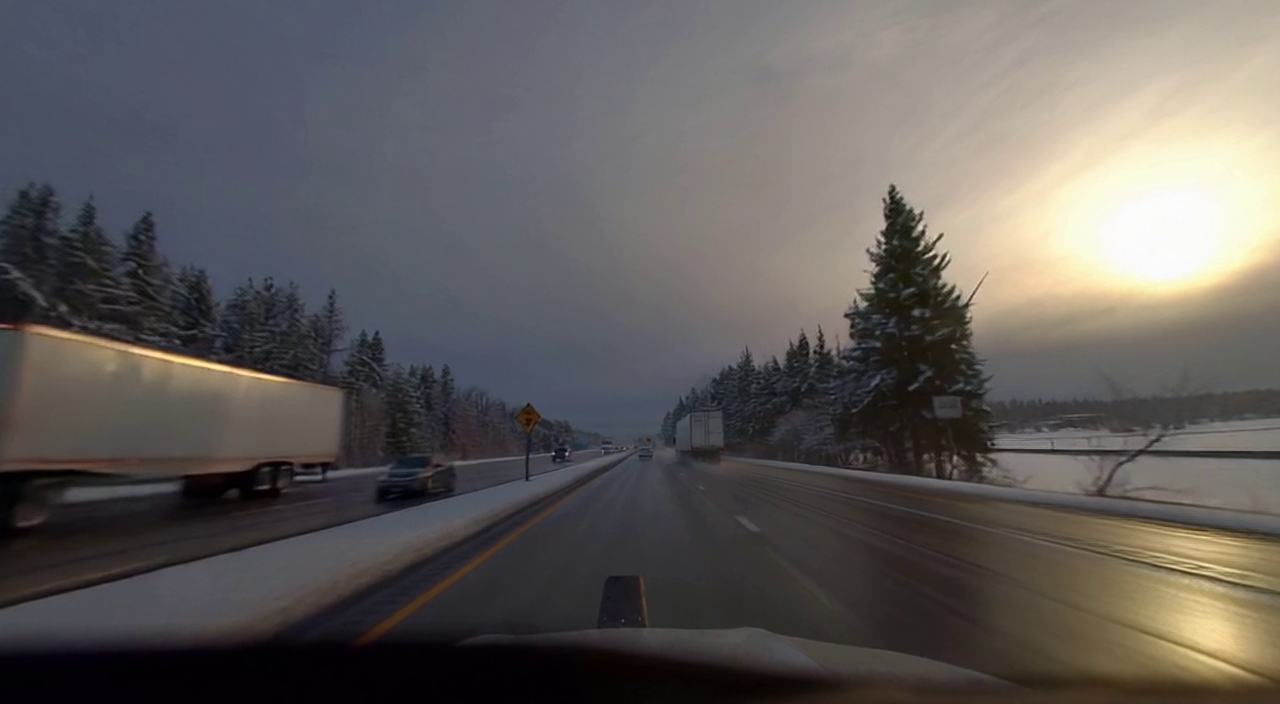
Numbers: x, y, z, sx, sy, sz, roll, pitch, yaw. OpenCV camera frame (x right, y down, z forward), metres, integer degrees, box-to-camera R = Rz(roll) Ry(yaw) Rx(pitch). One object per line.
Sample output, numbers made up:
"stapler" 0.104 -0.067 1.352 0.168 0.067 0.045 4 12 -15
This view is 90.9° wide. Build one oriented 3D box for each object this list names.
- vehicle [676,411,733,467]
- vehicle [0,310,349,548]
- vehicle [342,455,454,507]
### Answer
"vehicle" 4.428 6.327 45.233 2.903 3.602 9.351 0 -9 -1
"vehicle" -12.559 2.210 16.445 2.916 4.112 14.233 0 -9 1
"vehicle" -7.641 4.096 20.375 2.005 1.485 3.893 0 -9 1
